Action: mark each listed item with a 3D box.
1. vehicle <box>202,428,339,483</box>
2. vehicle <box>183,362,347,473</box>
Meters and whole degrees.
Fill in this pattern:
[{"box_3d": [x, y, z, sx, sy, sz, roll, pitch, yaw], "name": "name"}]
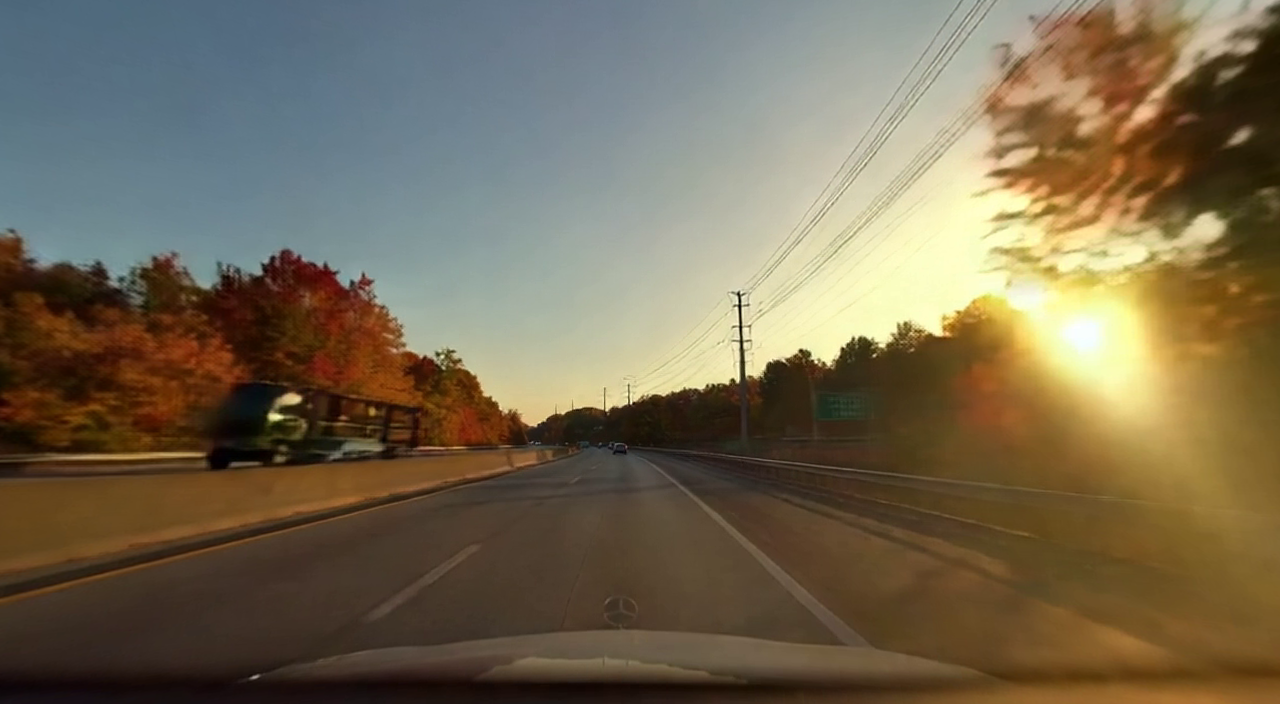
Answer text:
[{"box_3d": [-11.574, 3.274, 19.983, 1.979, 1.563, 3.902, 0, -9, 0], "name": "vehicle"}, {"box_3d": [-15.623, 2.935, 26.853, 3.034, 4.160, 6.120, 0, -9, 0], "name": "vehicle"}]
